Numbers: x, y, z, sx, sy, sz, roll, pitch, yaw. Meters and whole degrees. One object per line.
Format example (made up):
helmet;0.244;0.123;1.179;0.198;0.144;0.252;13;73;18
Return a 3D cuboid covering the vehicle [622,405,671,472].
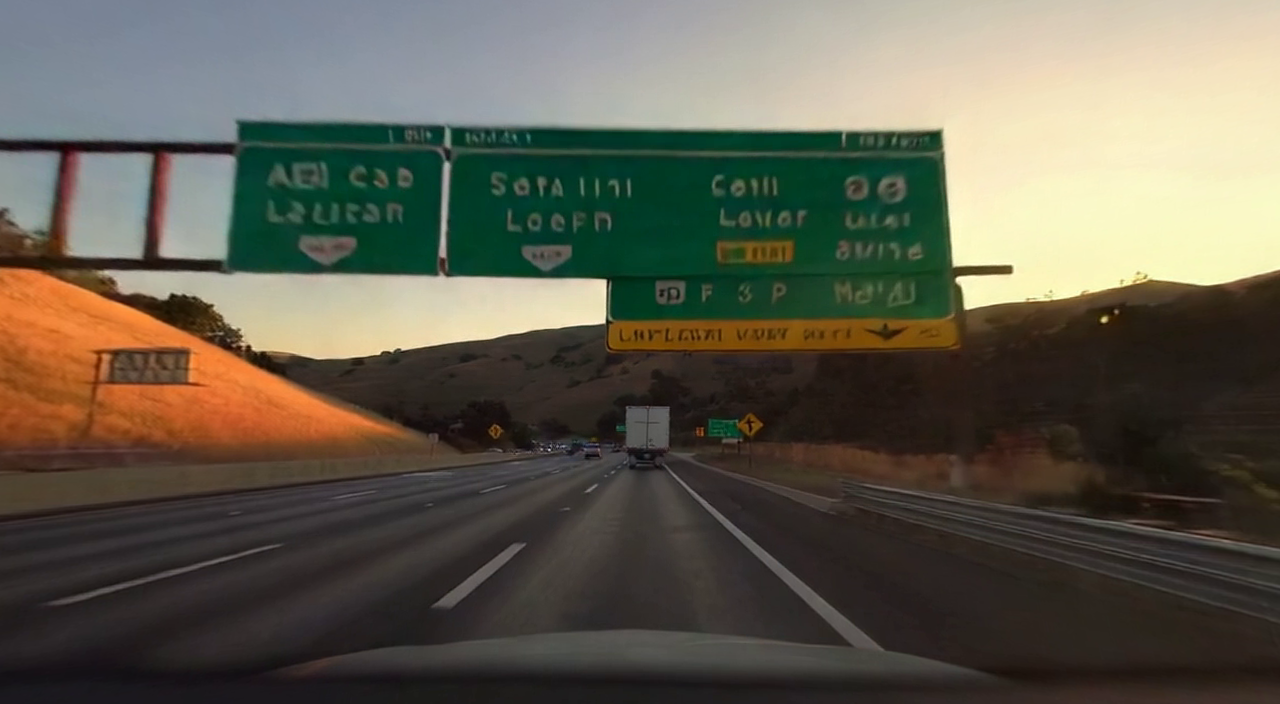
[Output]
vehicle;0.538;6.272;44.975;3.039;4.131;11.822;0;-9;2
